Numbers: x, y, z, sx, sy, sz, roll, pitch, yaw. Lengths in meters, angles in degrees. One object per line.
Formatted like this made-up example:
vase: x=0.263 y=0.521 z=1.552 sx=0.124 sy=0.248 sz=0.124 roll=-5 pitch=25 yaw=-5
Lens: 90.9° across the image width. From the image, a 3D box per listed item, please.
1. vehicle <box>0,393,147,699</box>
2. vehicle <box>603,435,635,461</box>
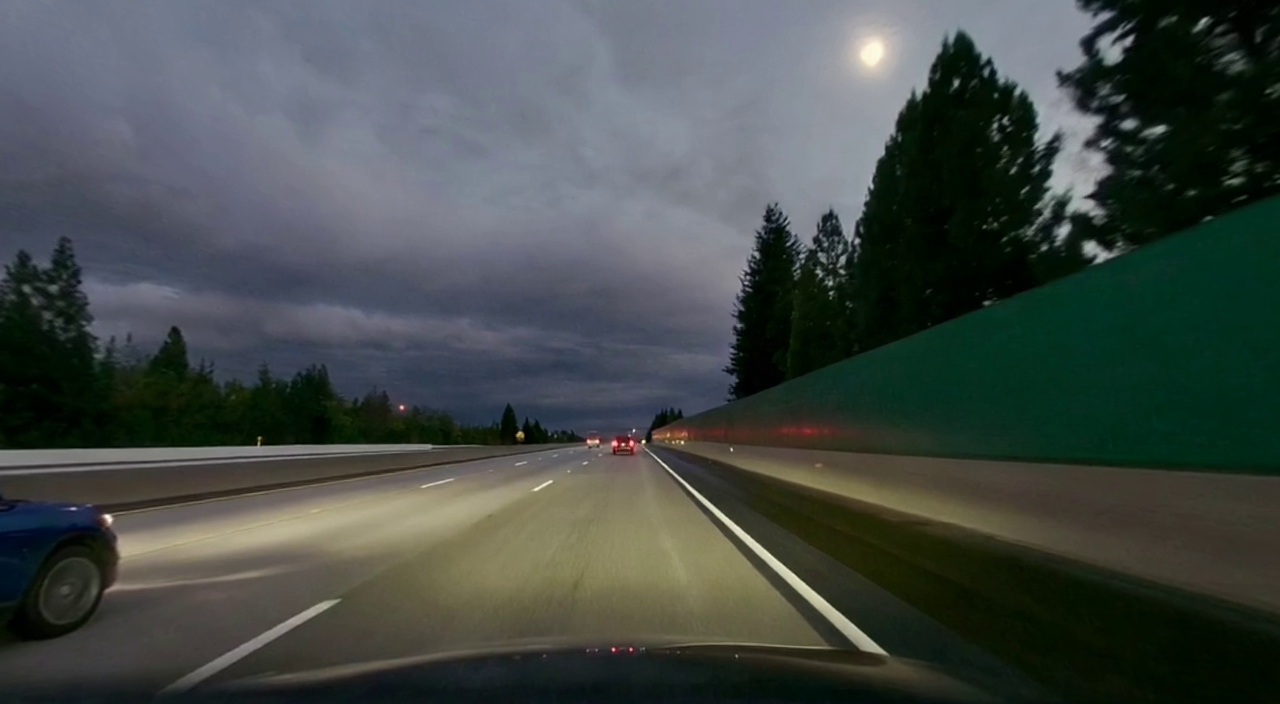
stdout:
vehicle: x=-4.280 y=0.786 z=1.699 sx=2.072 sy=1.545 sz=4.767 roll=0 pitch=-8 yaw=-1
vehicle: x=-1.250 y=5.773 z=38.182 sx=1.836 sy=1.450 sz=3.519 roll=0 pitch=-8 yaw=-1
